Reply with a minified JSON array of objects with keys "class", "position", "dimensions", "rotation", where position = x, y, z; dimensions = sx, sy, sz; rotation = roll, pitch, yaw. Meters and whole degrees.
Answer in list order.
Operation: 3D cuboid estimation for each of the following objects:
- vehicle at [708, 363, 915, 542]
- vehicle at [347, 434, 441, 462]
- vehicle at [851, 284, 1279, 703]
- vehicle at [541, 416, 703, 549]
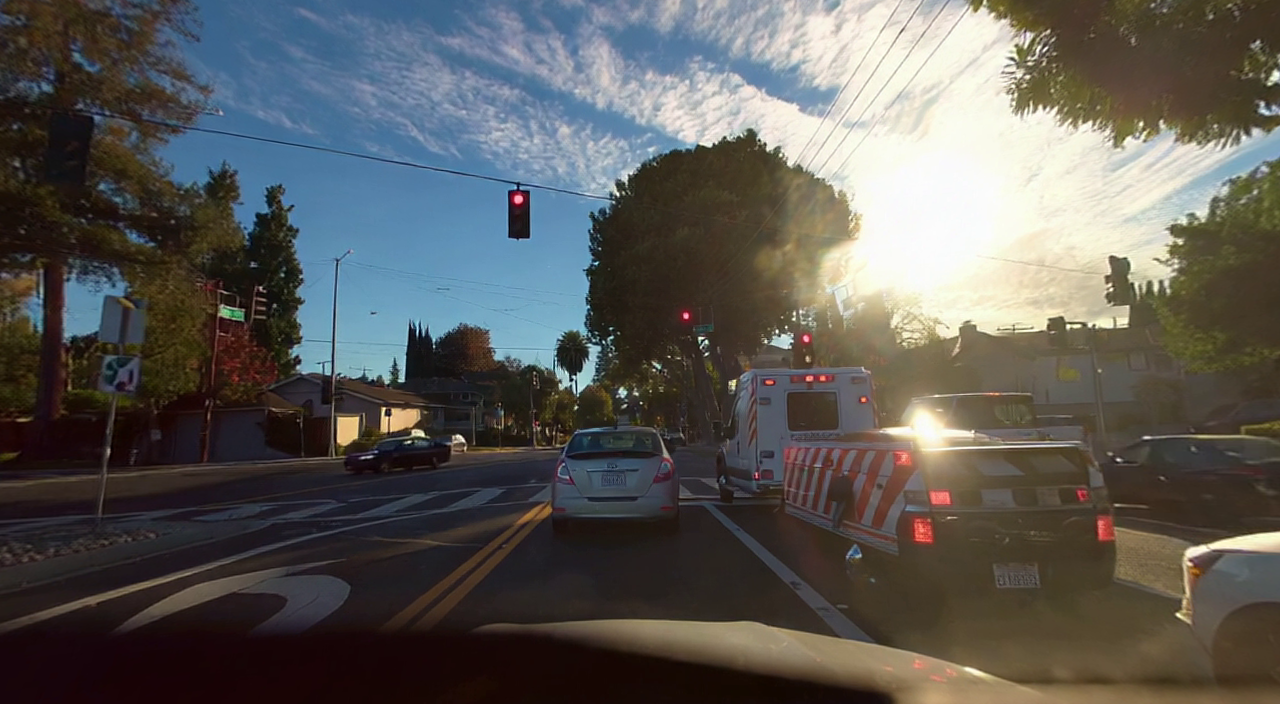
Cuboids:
[{"class":"vehicle","position":[2.876,1.898,12.370],"dimensions":[2.406,2.687,5.521],"rotation":[0,-8,-1]},{"class":"vehicle","position":[-13.920,5.443,35.968],"dimensions":[4.531,1.492,1.951],"rotation":[8,-11,-43]},{"class":"vehicle","position":[2.849,0.891,2.833],"dimensions":[2.194,1.820,4.652],"rotation":[0,-8,0]},{"class":"vehicle","position":[-0.274,1.977,10.195],"dimensions":[2.114,1.707,3.725],"rotation":[0,-8,-1]}]
